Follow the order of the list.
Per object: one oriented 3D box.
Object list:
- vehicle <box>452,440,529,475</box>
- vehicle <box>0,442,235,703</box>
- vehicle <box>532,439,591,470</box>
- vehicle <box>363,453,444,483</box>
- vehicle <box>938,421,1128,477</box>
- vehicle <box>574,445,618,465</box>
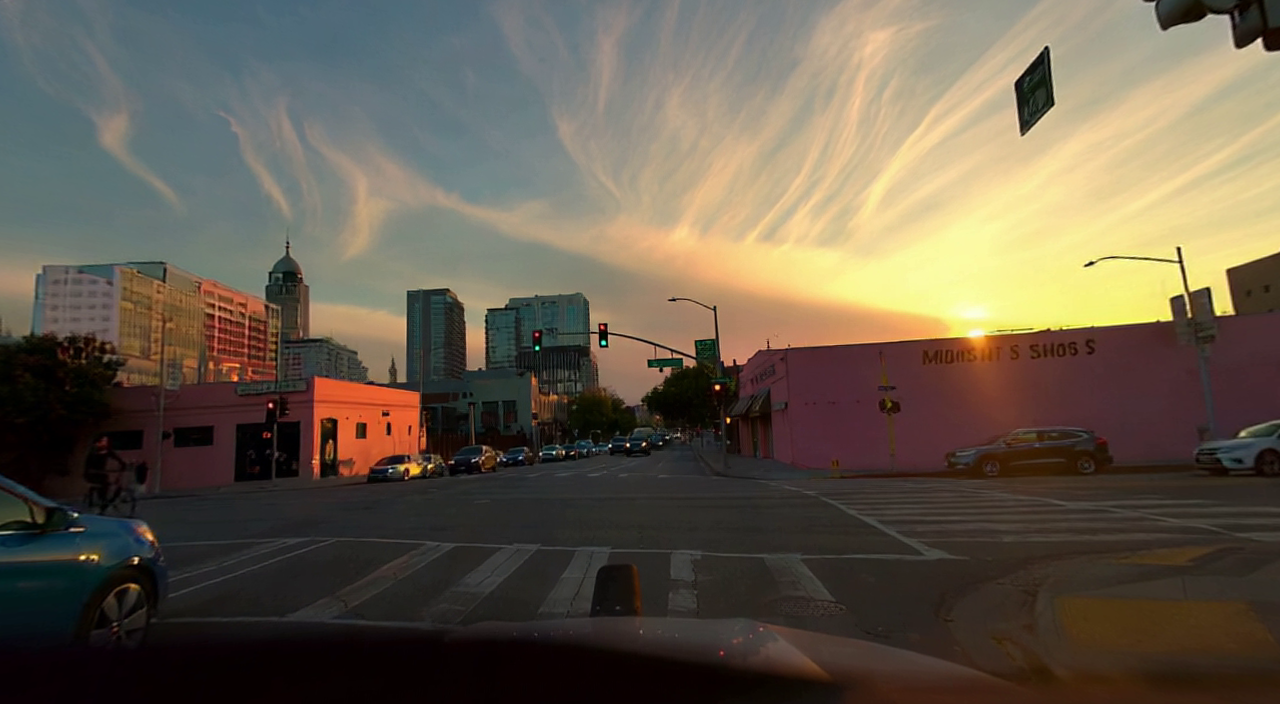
[{"bbox_3d":[-8.405,5.980,36.032,2.152,1.825,5.406,-2,-9,12],"label":"vehicle"},{"bbox_3d":[-3.693,0.970,2.153,1.759,1.325,4.295,0,-9,0],"label":"vehicle"},{"bbox_3d":[-4.508,5.979,36.858,1.928,1.647,4.575,-2,-9,13],"label":"vehicle"},{"bbox_3d":[-12.592,6.167,33.852,1.976,1.425,4.567,-1,-9,9],"label":"vehicle"},{"bbox_3d":[11.566,2.892,18.801,4.355,1.546,1.820,-1,-9,6],"label":"vehicle"},{"bbox_3d":[-3.023,7.190,44.129,1.743,1.362,4.350,-2,-9,14],"label":"vehicle"}]
